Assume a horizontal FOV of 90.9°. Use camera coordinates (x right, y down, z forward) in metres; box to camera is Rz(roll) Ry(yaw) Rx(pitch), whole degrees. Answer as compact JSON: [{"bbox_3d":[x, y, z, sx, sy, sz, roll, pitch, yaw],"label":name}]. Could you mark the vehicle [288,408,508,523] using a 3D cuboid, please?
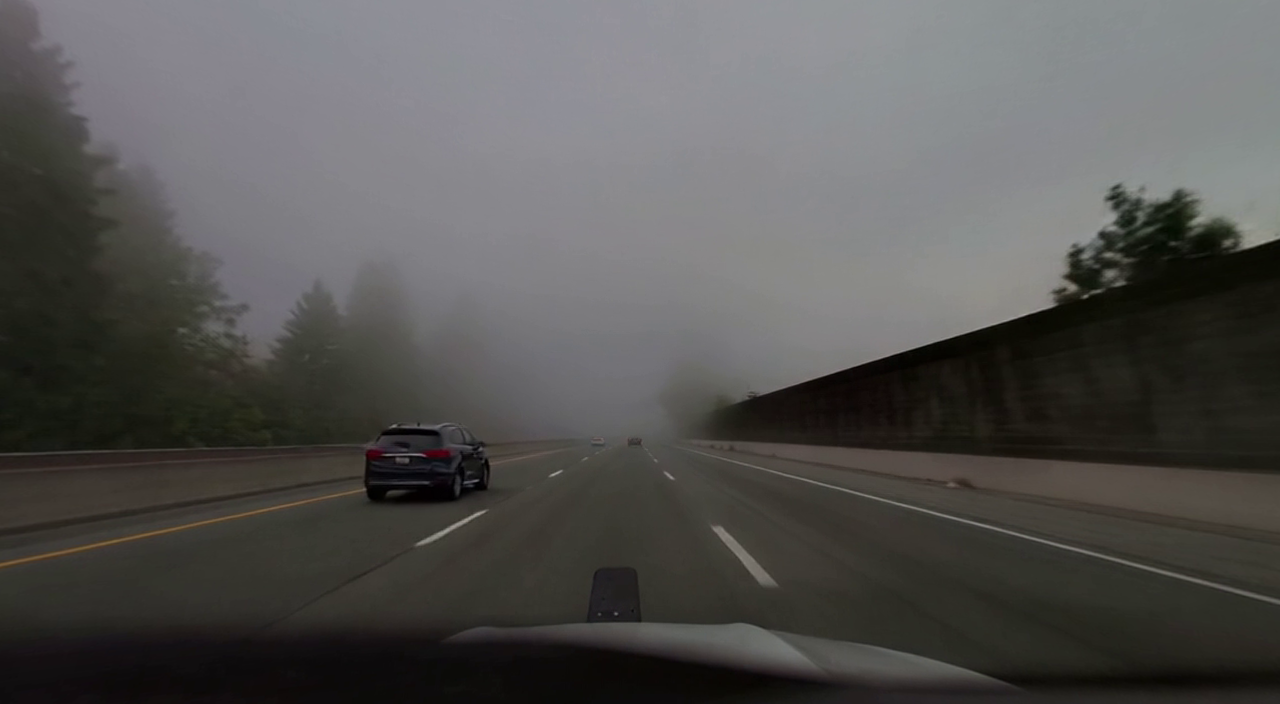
[{"bbox_3d":[-4.154,2.025,11.901,2.306,1.730,4.606,0,-8,0],"label":"vehicle"}]
